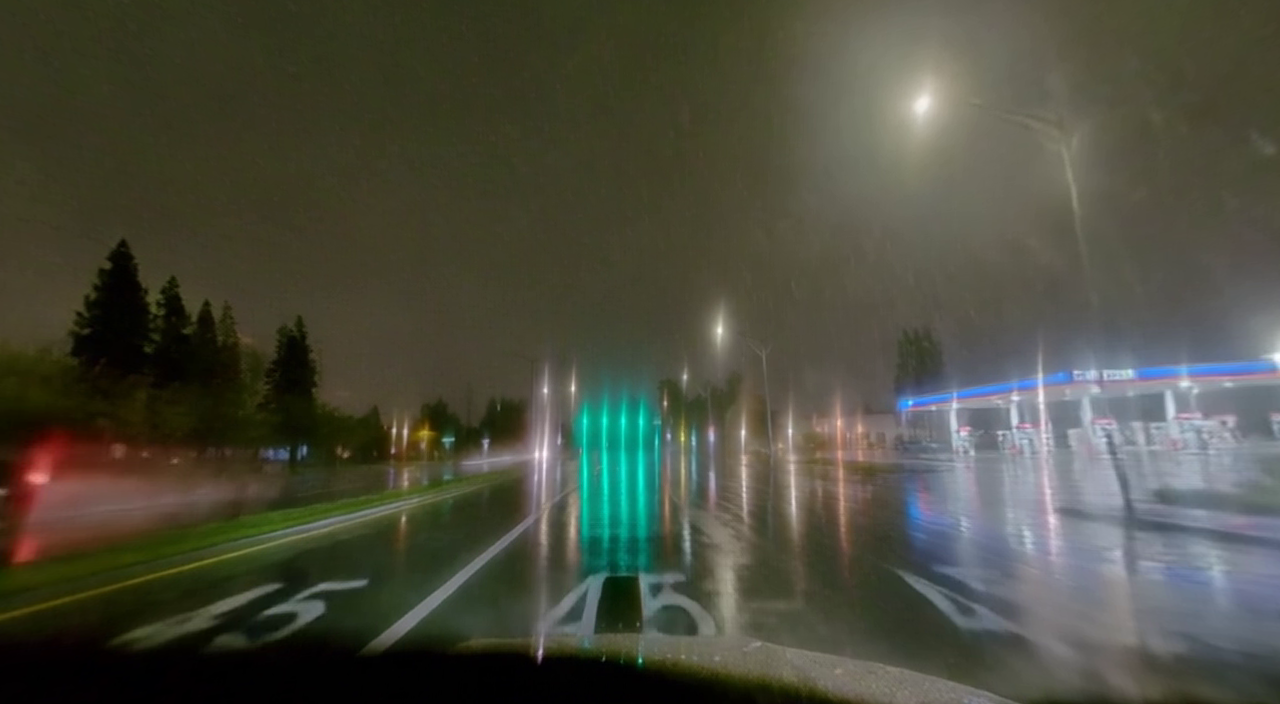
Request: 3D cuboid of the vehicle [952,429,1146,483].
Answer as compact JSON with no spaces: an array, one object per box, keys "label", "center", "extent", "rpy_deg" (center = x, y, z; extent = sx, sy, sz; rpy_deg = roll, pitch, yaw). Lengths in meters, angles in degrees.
[{"label":"vehicle","center":[12.399,3.181,19.376],"extent":[4.548,1.568,1.953],"rpy_deg":[0,-9,-2]}]
